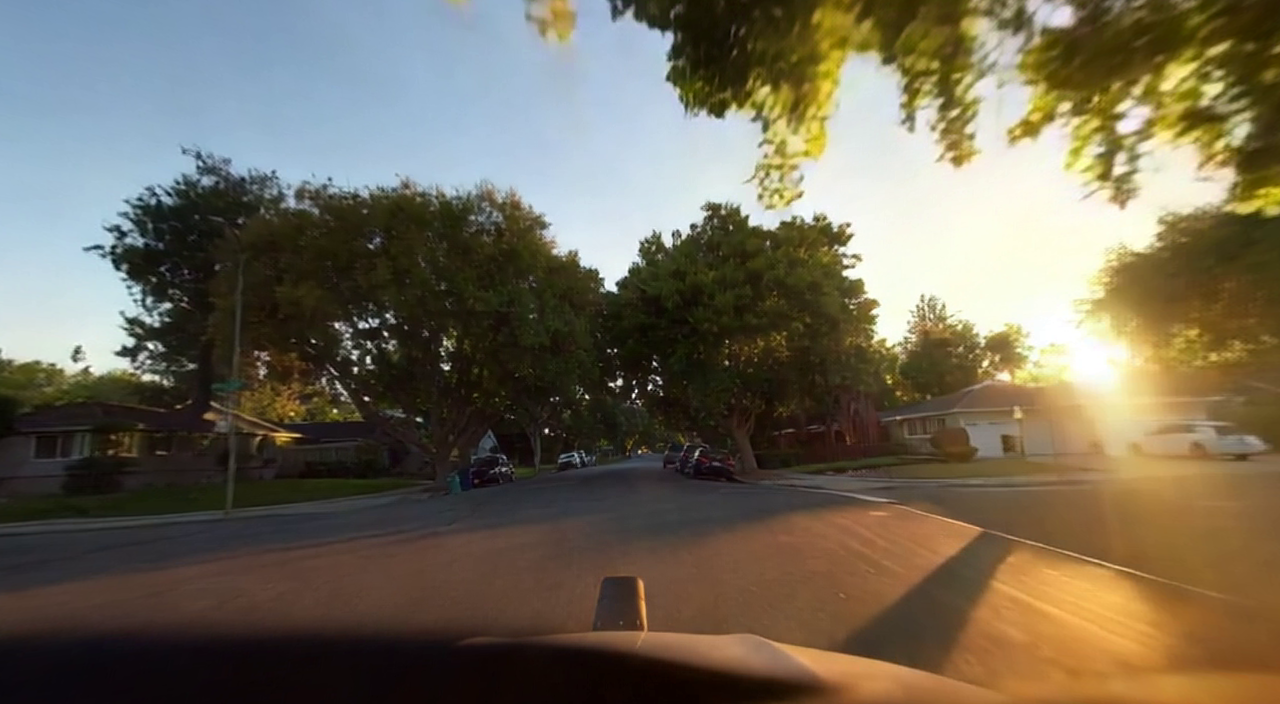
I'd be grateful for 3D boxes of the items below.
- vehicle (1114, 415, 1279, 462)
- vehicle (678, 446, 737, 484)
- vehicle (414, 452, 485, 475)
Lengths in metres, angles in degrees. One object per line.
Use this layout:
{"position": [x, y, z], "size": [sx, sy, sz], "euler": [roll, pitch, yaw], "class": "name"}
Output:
{"position": [19.371, 3.089, 22.278], "size": [1.839, 1.466, 4.486], "euler": [0, -9, 0], "class": "vehicle"}
{"position": [2.815, 4.809, 27.290], "size": [1.881, 1.487, 4.183], "euler": [0, -9, -3], "class": "vehicle"}
{"position": [-13.466, 7.878, 44.924], "size": [4.423, 1.522, 1.961], "euler": [0, -9, -1], "class": "vehicle"}
